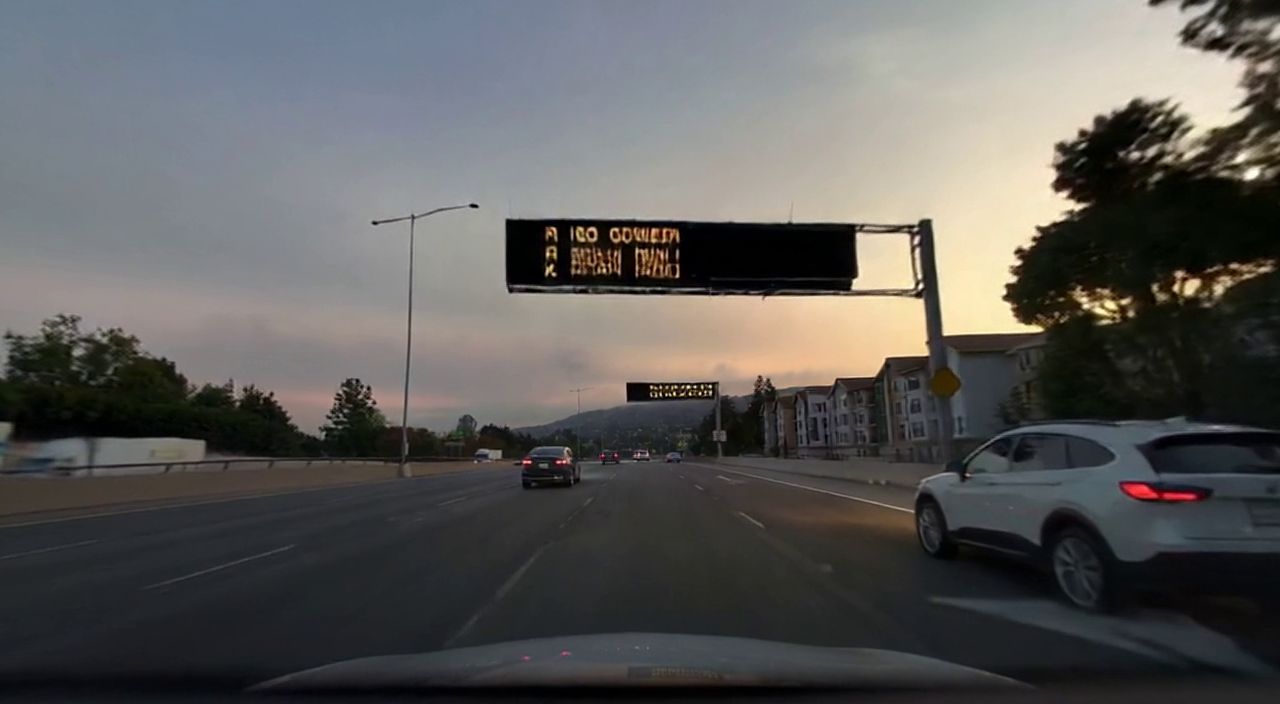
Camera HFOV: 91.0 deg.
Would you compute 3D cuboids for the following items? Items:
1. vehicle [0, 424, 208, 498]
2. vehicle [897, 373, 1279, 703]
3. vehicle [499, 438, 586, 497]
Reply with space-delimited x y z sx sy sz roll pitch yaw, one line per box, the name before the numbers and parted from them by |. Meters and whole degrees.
vehicle | -35.284 6.923 40.728 2.887 3.890 16.694 0 -9 0
vehicle | 4.355 1.320 5.562 2.170 1.733 4.631 0 -9 0
vehicle | -3.103 3.791 21.071 2.075 1.721 4.763 0 -9 1
